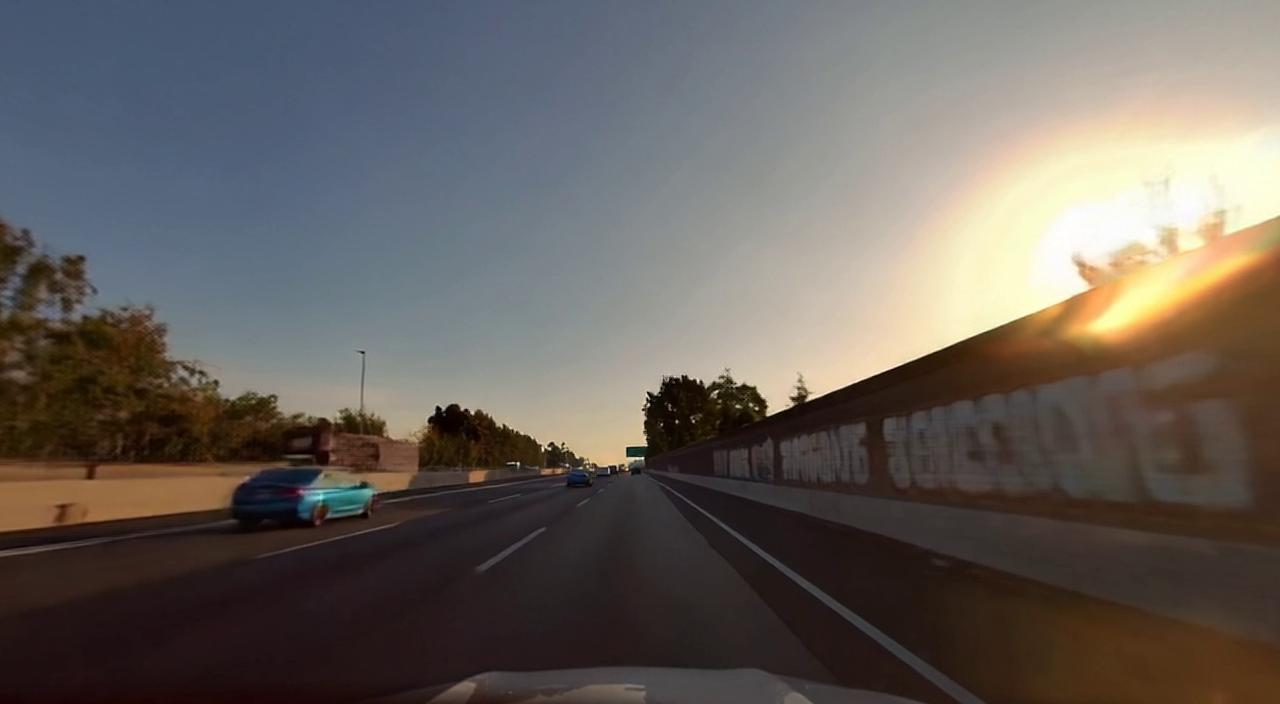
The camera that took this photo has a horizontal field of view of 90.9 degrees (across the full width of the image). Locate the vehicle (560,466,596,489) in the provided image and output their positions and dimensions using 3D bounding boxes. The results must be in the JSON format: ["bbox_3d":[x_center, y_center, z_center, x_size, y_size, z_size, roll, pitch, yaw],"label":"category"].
[{"bbox_3d":[-4.064,8.288,41.707,1.941,1.437,3.829,1,-10,0],"label":"vehicle"}]

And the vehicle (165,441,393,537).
[{"bbox_3d":[-7.191,2.800,13.276,2.124,1.630,4.416,1,-10,0],"label":"vehicle"}]
